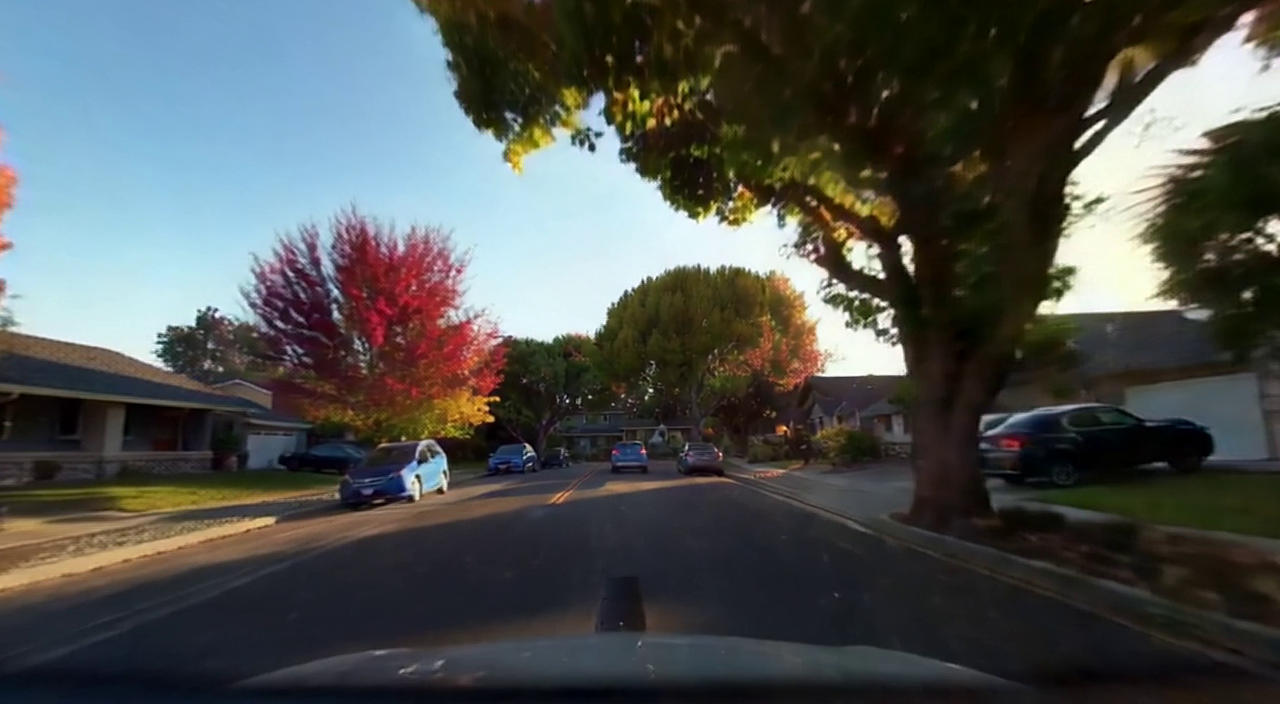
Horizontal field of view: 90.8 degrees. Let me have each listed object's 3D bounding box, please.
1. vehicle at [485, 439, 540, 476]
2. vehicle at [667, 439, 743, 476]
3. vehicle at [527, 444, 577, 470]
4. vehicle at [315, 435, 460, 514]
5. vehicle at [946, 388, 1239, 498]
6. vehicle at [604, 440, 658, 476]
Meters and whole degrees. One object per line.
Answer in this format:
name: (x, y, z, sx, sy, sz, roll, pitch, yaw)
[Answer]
vehicle: (-7.177, 5.953, 35.942, 2.235, 1.851, 4.662, -2, -9, -1)
vehicle: (2.767, 4.700, 28.282, 2.429, 1.502, 4.474, 1, -9, -7)
vehicle: (-6.659, 7.998, 48.451, 2.641, 1.747, 4.738, -4, -8, 6)
vehicle: (-6.753, 3.251, 17.598, 2.254, 1.773, 4.795, -2, -7, -2)
vehicle: (9.673, 1.973, 13.817, 4.813, 1.914, 2.041, -3, -9, -5)
vehicle: (-0.481, 4.648, 27.958, 2.192, 1.474, 4.192, 1, -9, -3)
